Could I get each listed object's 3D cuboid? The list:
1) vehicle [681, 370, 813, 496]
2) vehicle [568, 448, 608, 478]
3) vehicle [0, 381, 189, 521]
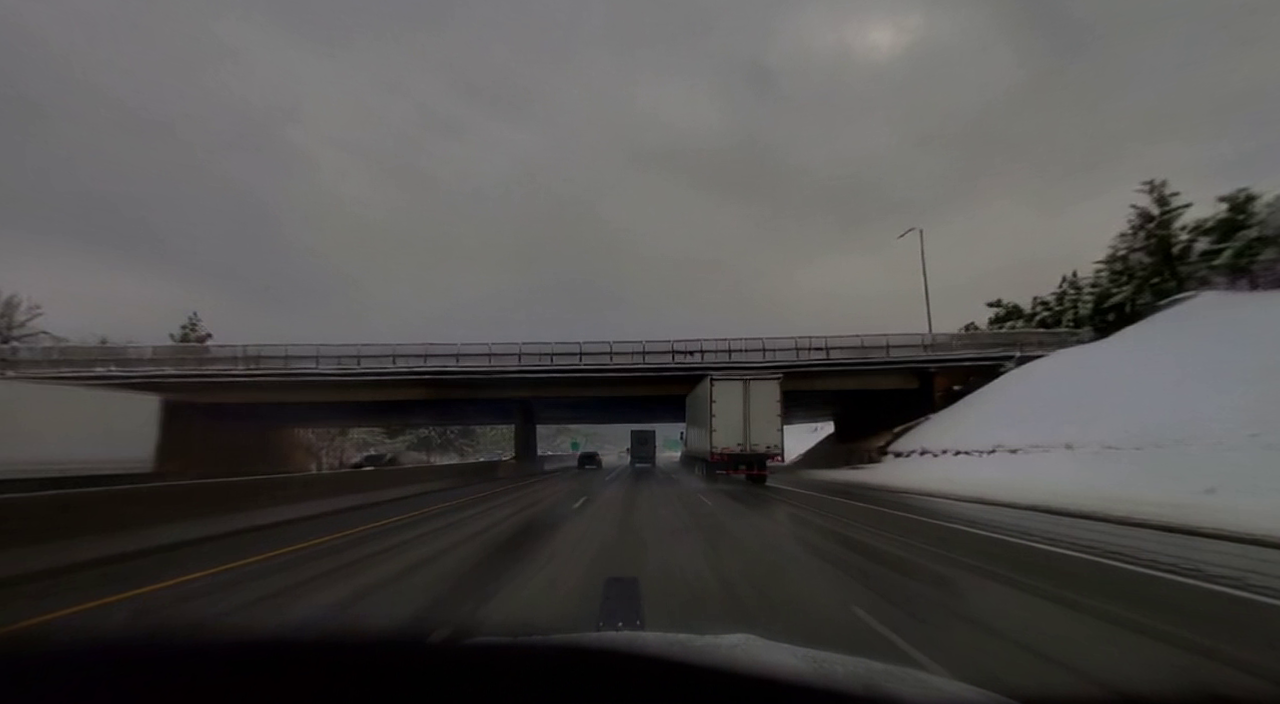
[{"bbox_3d":[3.976,3.862,28.687,3.131,4.037,16.729,0,-9,0],"label":"vehicle"},{"bbox_3d":[-3.006,6.528,37.292,2.007,1.647,3.854,0,-9,1],"label":"vehicle"},{"bbox_3d":[-19.168,2.543,16.151,2.894,3.819,16.777,0,-9,0],"label":"vehicle"}]
